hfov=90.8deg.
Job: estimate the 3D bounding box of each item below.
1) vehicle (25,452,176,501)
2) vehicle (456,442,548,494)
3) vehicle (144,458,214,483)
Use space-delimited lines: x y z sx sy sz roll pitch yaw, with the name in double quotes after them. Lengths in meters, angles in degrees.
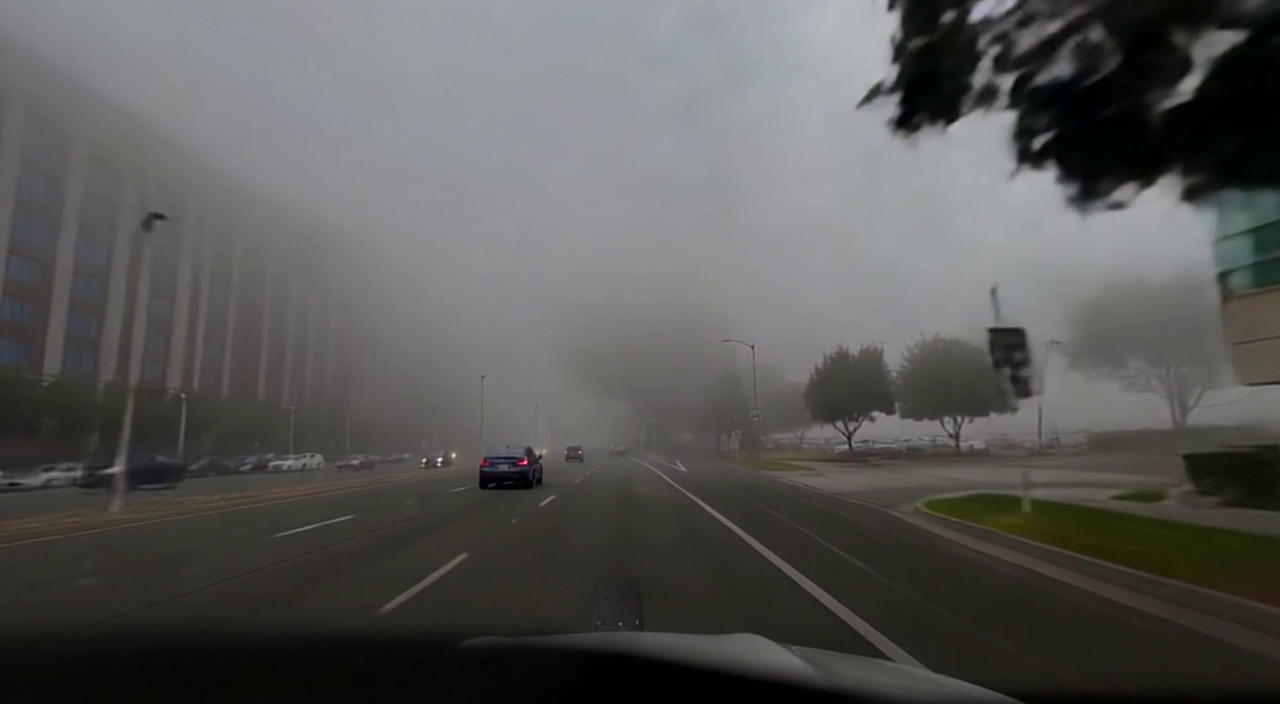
-19.892 4.564 23.573 2.159 1.613 3.873 0 -8 1 "vehicle"
-4.265 3.642 20.260 2.025 1.474 4.292 0 -8 -1 "vehicle"
-33.569 8.616 46.148 1.885 1.538 4.642 0 -8 -4 "vehicle"
